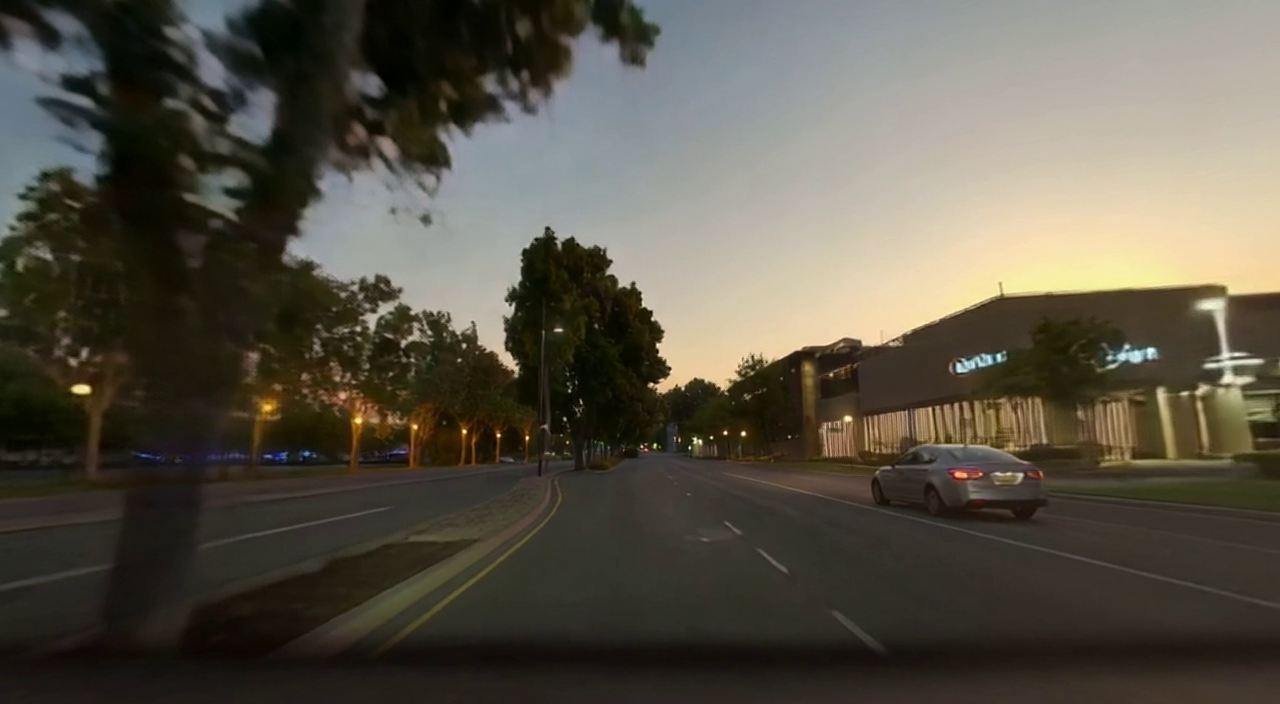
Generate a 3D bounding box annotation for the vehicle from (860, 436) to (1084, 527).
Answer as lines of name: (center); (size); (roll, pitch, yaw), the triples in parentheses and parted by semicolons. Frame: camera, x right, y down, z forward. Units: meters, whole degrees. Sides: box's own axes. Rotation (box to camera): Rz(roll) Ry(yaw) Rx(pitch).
vehicle: (6.413, 2.534, 13.014); (1.913, 1.504, 4.738); (0, -9, -2)
